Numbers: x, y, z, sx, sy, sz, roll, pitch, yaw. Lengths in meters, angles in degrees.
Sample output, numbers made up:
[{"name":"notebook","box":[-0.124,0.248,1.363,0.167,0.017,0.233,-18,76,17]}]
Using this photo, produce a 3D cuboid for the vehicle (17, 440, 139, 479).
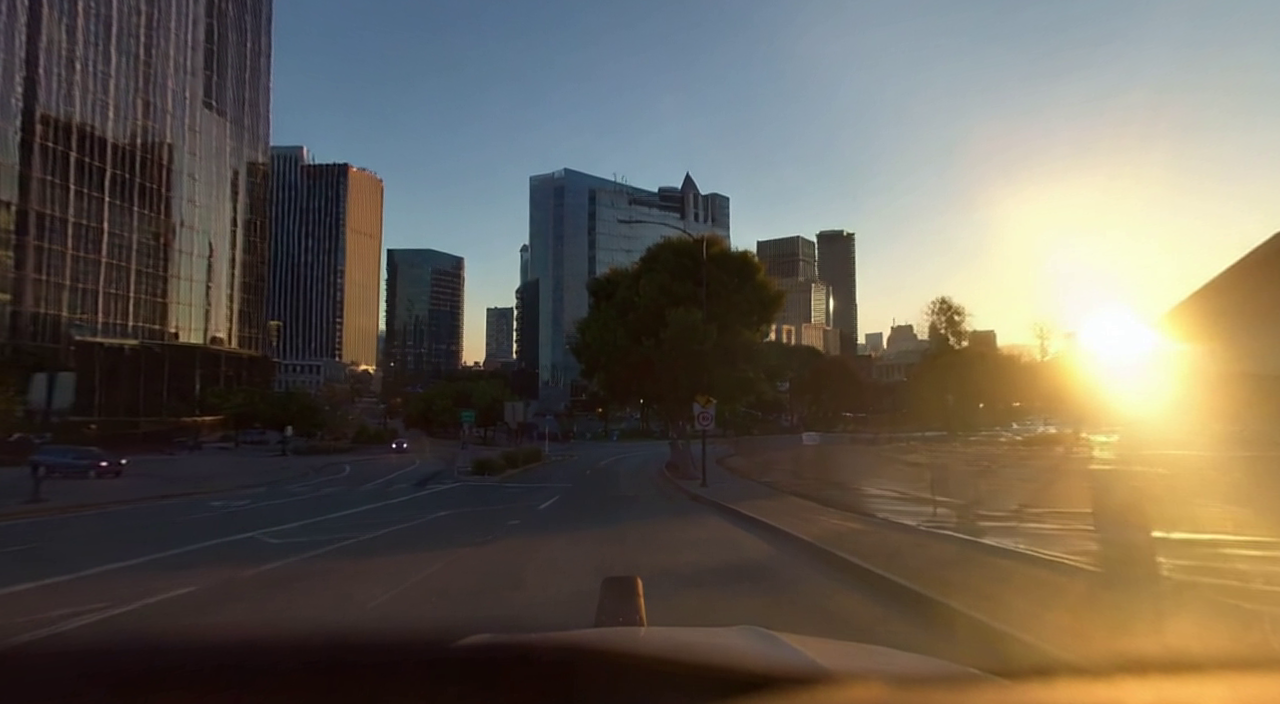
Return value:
[{"name":"vehicle","box":[-27.128,5.163,30.526,4.473,1.778,2.125,-2,-9,15]}]
